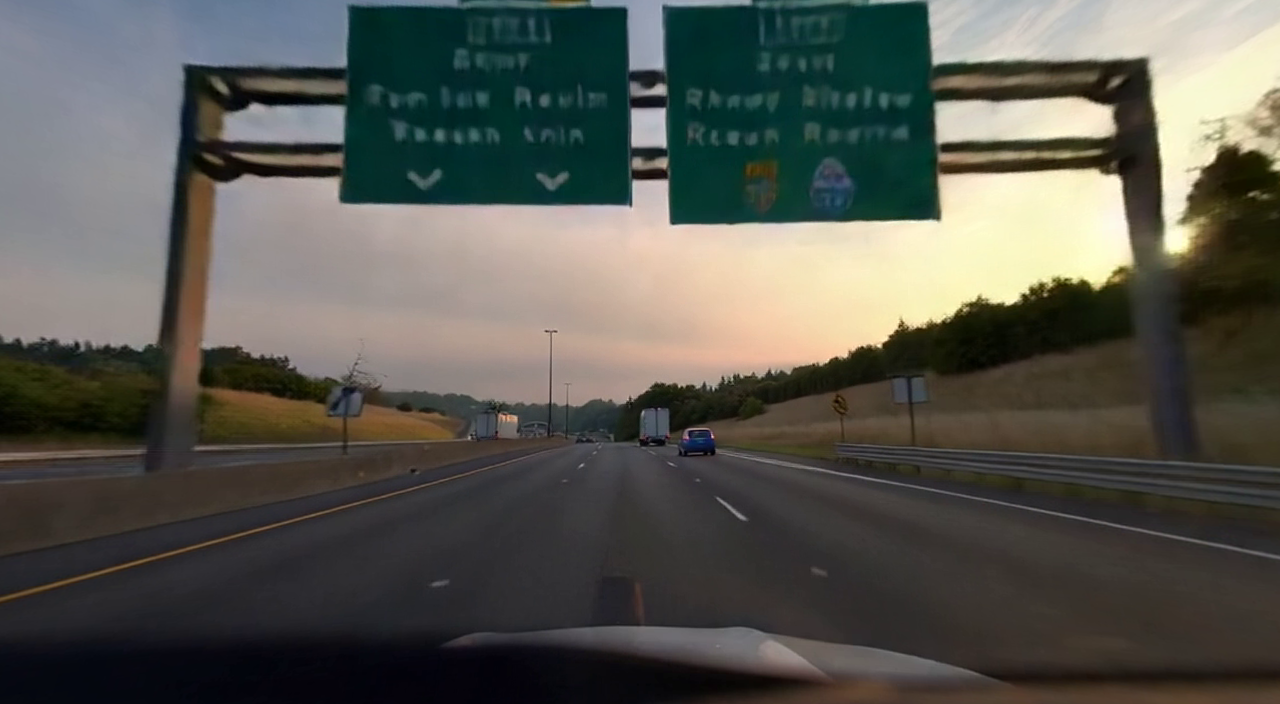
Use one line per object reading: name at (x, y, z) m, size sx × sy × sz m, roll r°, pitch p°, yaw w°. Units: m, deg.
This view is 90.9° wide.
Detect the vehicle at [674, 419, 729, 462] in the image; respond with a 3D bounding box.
vehicle at (2.924, 4.316, 30.799) m, size 2.076 × 1.914 × 4.287 m, roll 0°, pitch -8°, yaw -2°
